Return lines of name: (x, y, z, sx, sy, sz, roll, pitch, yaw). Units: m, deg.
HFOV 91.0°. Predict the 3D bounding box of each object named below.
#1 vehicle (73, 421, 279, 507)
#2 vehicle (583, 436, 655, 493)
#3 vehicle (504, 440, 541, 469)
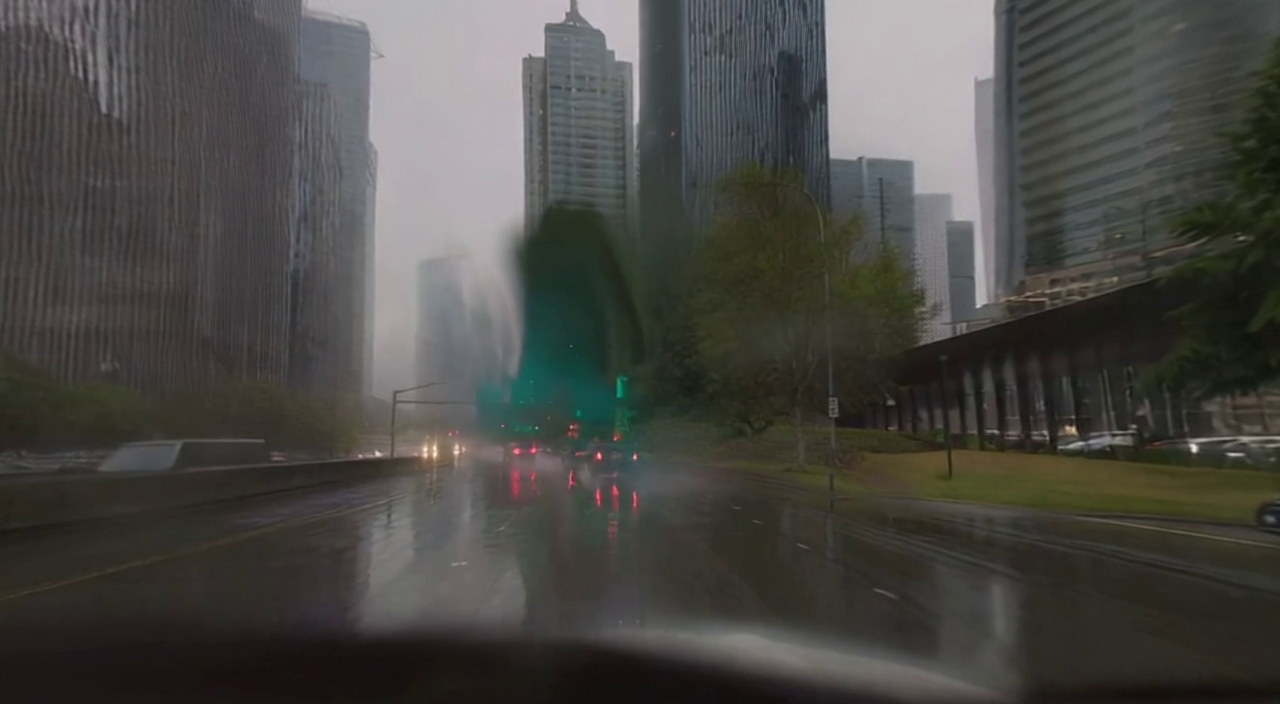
vehicle: (-13.066, 3.372, 18.372, 2.334, 1.945, 5.298, 6, -13, -7)
vehicle: (-0.636, 3.716, 21.171, 2.183, 1.675, 4.319, 0, -9, 0)
vehicle: (-7.656, 6.600, 40.623, 2.121, 1.728, 4.161, 2, -9, -13)
